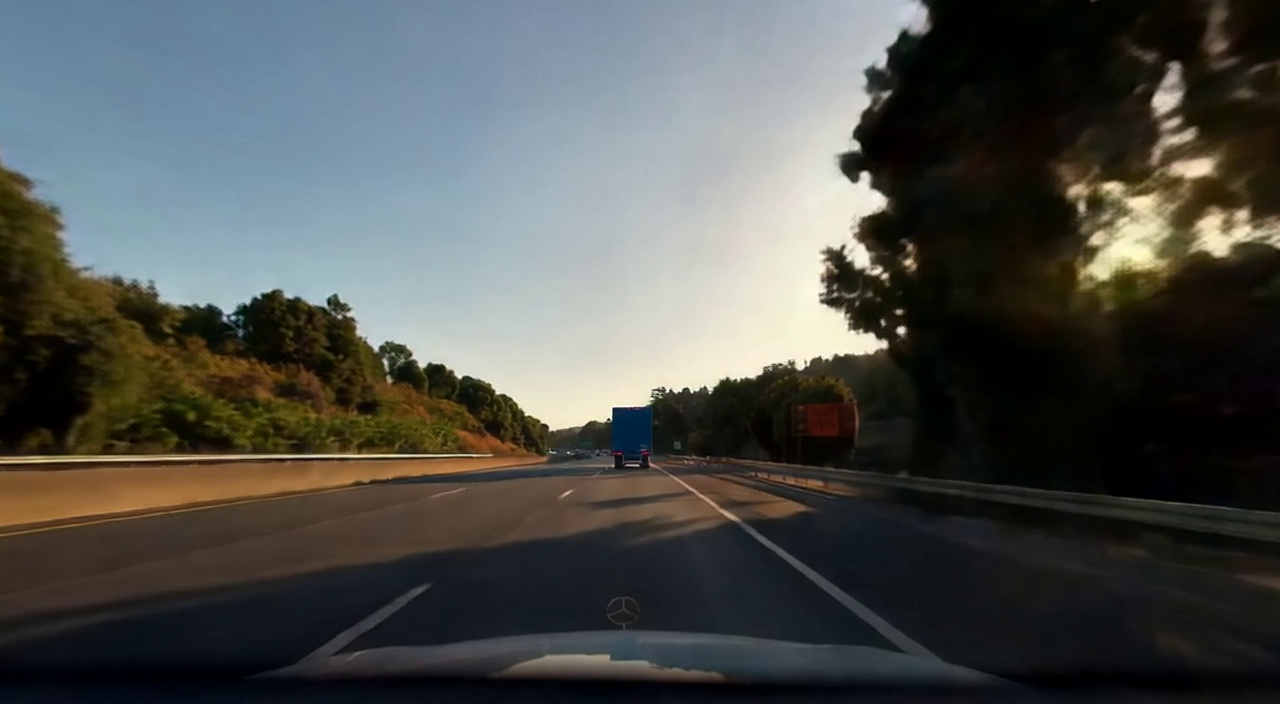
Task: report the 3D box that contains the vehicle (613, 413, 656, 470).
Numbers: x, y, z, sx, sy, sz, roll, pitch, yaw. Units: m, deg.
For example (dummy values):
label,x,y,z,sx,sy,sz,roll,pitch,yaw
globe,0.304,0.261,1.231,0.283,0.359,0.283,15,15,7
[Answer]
label,x,y,z,sx,sy,sz,roll,pitch,yaw
vehicle,-0.498,7.073,49.308,2.982,3.947,11.075,0,-9,-1
